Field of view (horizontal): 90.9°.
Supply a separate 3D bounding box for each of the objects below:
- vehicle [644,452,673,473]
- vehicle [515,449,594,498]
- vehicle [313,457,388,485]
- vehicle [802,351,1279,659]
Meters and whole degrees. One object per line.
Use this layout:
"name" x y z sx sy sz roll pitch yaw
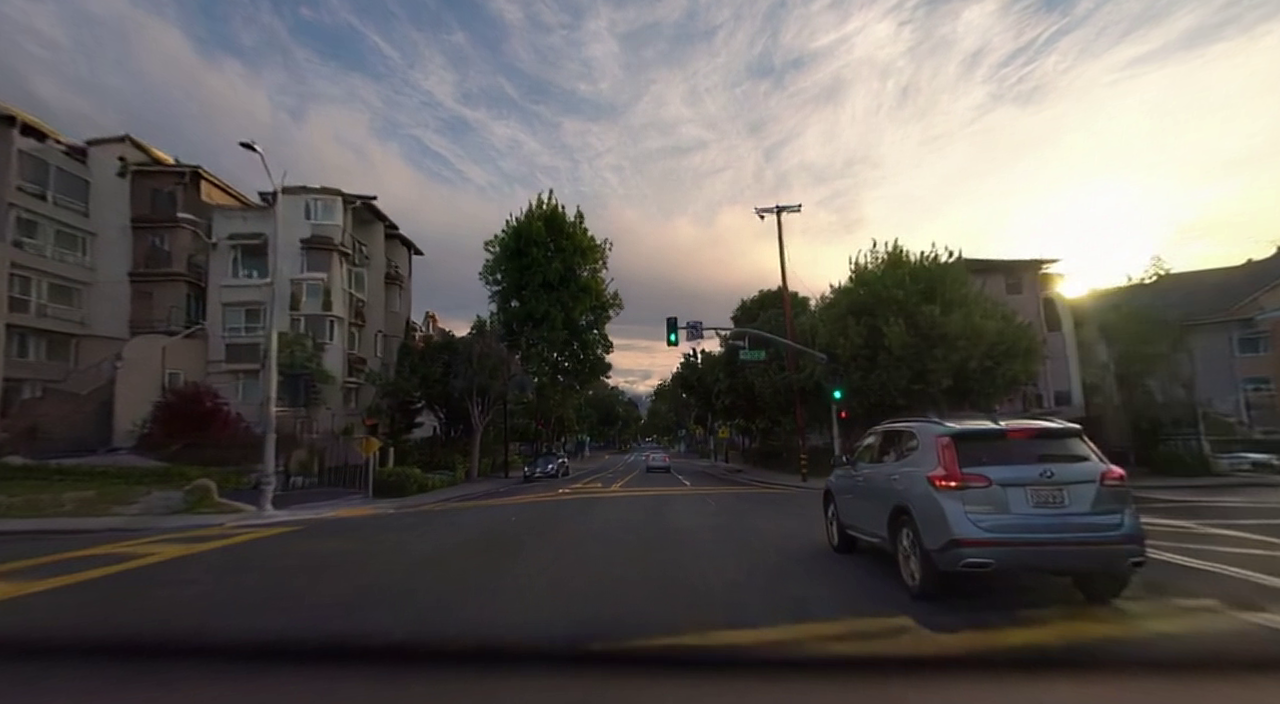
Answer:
"vehicle" 1.333 8.208 47.030 2.097 1.463 4.043 0 -8 0
"vehicle" -2.852 4.168 22.102 2.170 1.513 4.270 0 -8 0
"vehicle" -20.064 8.269 43.807 4.134 1.655 2.225 -1 -6 -2
"vehicle" 3.303 1.279 6.316 2.130 1.863 4.844 0 -8 1
